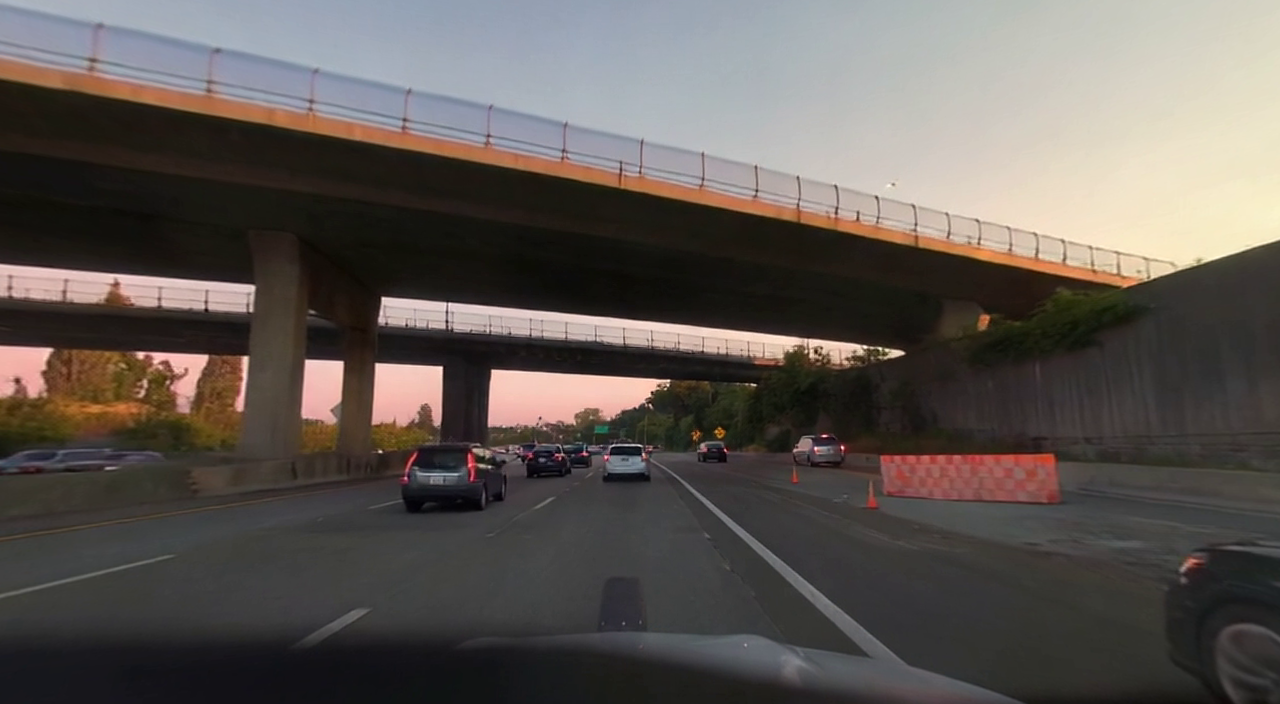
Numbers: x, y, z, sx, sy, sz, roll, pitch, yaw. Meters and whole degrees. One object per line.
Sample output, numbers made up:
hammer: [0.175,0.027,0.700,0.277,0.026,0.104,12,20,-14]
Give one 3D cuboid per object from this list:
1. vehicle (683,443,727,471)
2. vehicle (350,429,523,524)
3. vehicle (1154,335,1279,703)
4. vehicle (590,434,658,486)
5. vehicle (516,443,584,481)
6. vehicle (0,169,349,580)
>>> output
vehicle: [3.573,5.871,35.424,2.003,1.465,4.092,0,-8,-1]
vehicle: [-3.987,2.509,13.300,2.124,1.639,4.344,0,-8,1]
vehicle: [3.324,0.511,0.461,2.036,1.676,4.599,0,-8,1]
vehicle: [-0.532,3.878,22.982,2.270,1.696,4.061,0,-8,0]
vehicle: [-3.718,4.633,26.935,2.141,1.455,4.447,0,-8,1]
vehicle: [-7.567,0.437,7.531,2.959,3.886,10.574,0,-8,1]
